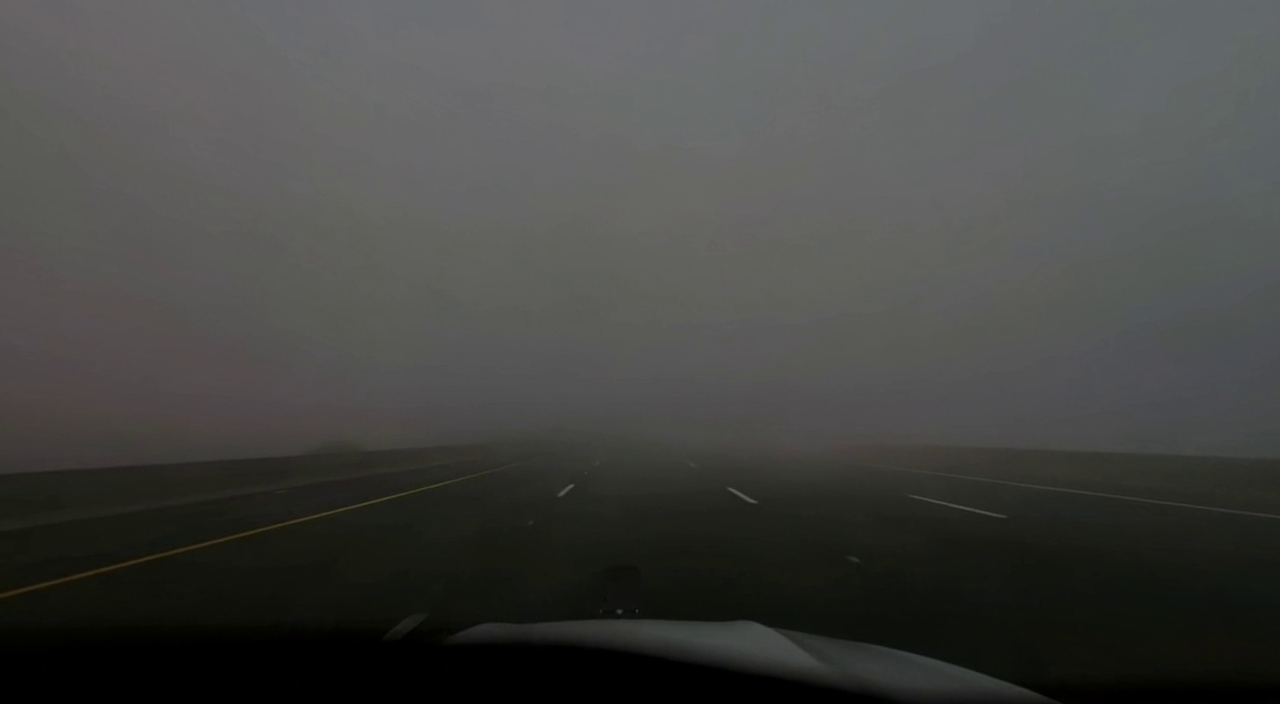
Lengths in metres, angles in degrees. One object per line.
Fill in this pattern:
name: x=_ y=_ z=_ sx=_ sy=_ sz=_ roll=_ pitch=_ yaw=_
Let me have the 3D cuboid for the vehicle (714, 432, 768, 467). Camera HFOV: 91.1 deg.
vehicle: x=4.621 y=4.516 z=29.328 sx=1.802 sy=1.492 sz=3.804 roll=0 pitch=-8 yaw=-1
